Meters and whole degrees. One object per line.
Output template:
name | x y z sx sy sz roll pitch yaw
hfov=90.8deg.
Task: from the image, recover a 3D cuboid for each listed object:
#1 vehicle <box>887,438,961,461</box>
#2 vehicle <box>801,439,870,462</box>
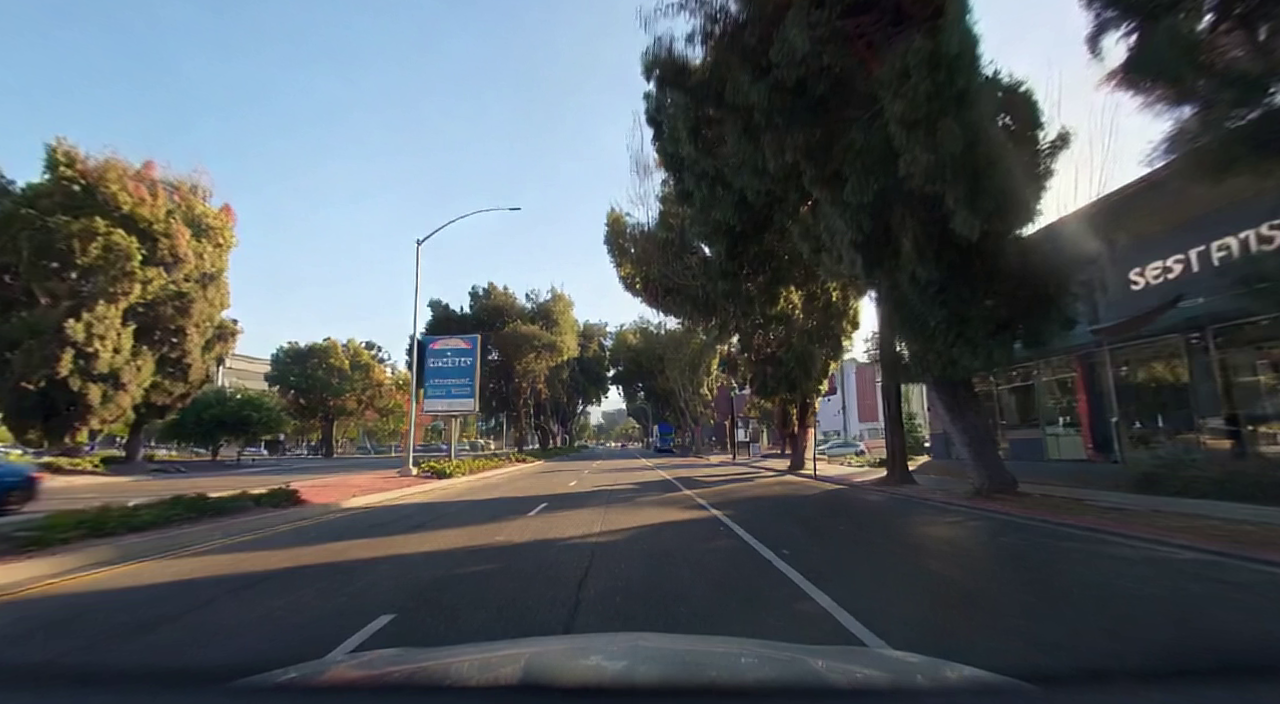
vehicle | 20.402 7.012 45.496 4.416 1.561 1.876 0 -9 -1
vehicle | 13.945 7.026 45.169 4.296 1.596 1.807 0 -9 -1
